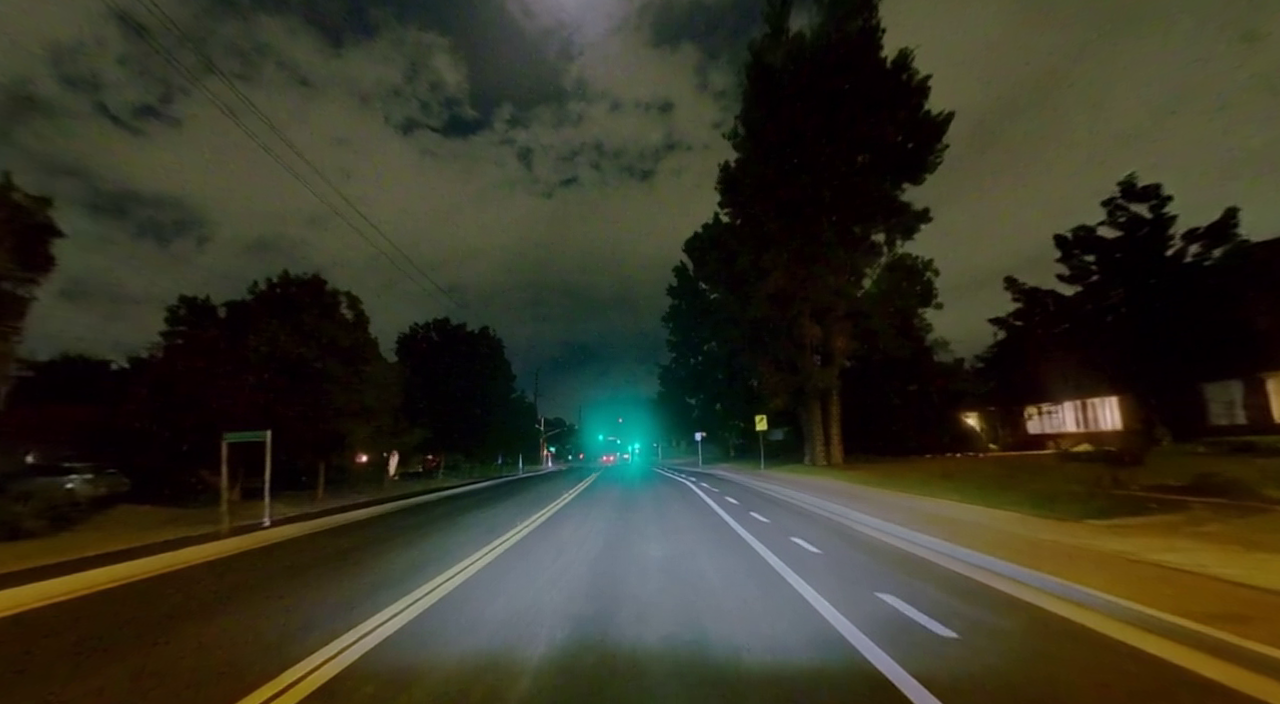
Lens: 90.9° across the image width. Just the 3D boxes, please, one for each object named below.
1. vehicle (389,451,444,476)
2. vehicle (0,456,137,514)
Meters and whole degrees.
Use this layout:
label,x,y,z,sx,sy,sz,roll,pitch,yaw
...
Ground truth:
label,x,y,z,sx,sy,sz,roll,pitch,yaw
vehicle,-16.472,8.229,46.664,1.897,1.698,4.532,-1,-8,8
vehicle,-20.430,4.545,21.851,4.459,1.772,2.011,-1,-9,9
